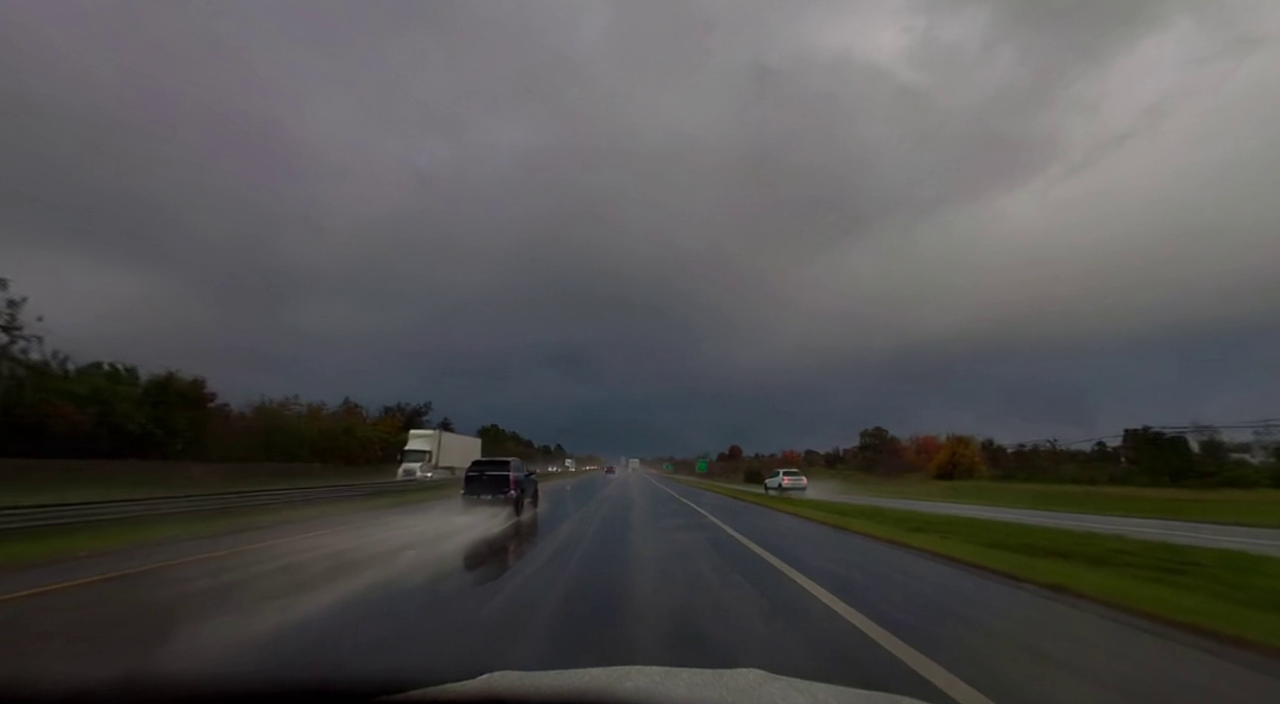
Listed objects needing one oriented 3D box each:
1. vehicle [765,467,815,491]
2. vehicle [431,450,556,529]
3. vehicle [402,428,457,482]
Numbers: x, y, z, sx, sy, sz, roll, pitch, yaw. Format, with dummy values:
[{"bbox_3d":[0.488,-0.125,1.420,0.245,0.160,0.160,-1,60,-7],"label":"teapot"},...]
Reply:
[{"bbox_3d":[10.095,8.611,42.856,1.993,1.512,4.314,2,-11,-5],"label":"vehicle"},{"bbox_3d":[-3.426,3.353,15.773,1.912,1.631,4.672,1,-11,1],"label":"vehicle"},{"bbox_3d":[-16.350,8.076,49.217,2.997,4.013,3.159,1,-10,-1],"label":"vehicle"}]
